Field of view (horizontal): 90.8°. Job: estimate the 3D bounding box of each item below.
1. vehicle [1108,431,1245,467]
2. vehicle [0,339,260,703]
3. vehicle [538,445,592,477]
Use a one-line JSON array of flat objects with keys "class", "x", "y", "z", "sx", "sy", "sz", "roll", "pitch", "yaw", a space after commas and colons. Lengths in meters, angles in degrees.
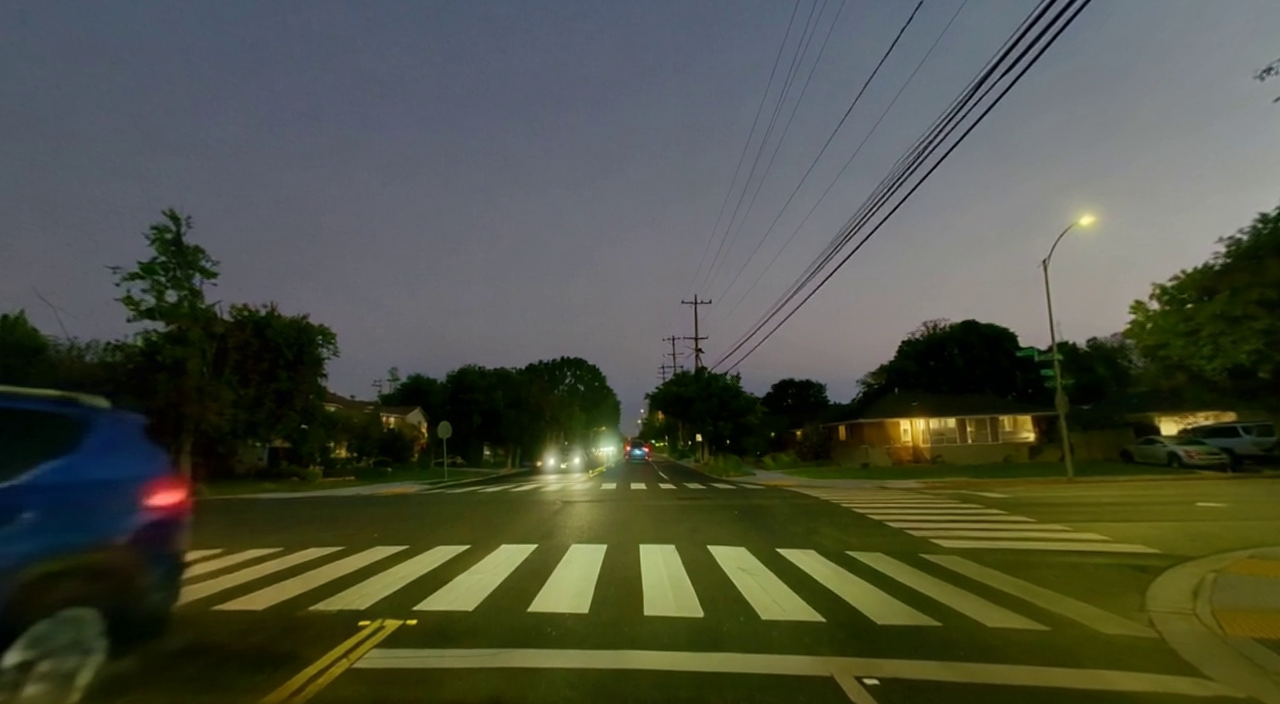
[{"class": "vehicle", "x": 23.427, "y": 4.274, "z": 27.876, "sx": 1.841, "sy": 1.448, "sz": 4.688, "roll": 0, "pitch": -8, "yaw": -1}, {"class": "vehicle", "x": -3.660, "y": 0.752, "z": 1.854, "sx": 2.330, "sy": 1.768, "sz": 4.553, "roll": 0, "pitch": -8, "yaw": -2}, {"class": "vehicle", "x": -3.605, "y": 5.327, "z": 31.166, "sx": 2.102, "sy": 1.463, "sz": 4.024, "roll": 0, "pitch": -9, "yaw": 1}]
